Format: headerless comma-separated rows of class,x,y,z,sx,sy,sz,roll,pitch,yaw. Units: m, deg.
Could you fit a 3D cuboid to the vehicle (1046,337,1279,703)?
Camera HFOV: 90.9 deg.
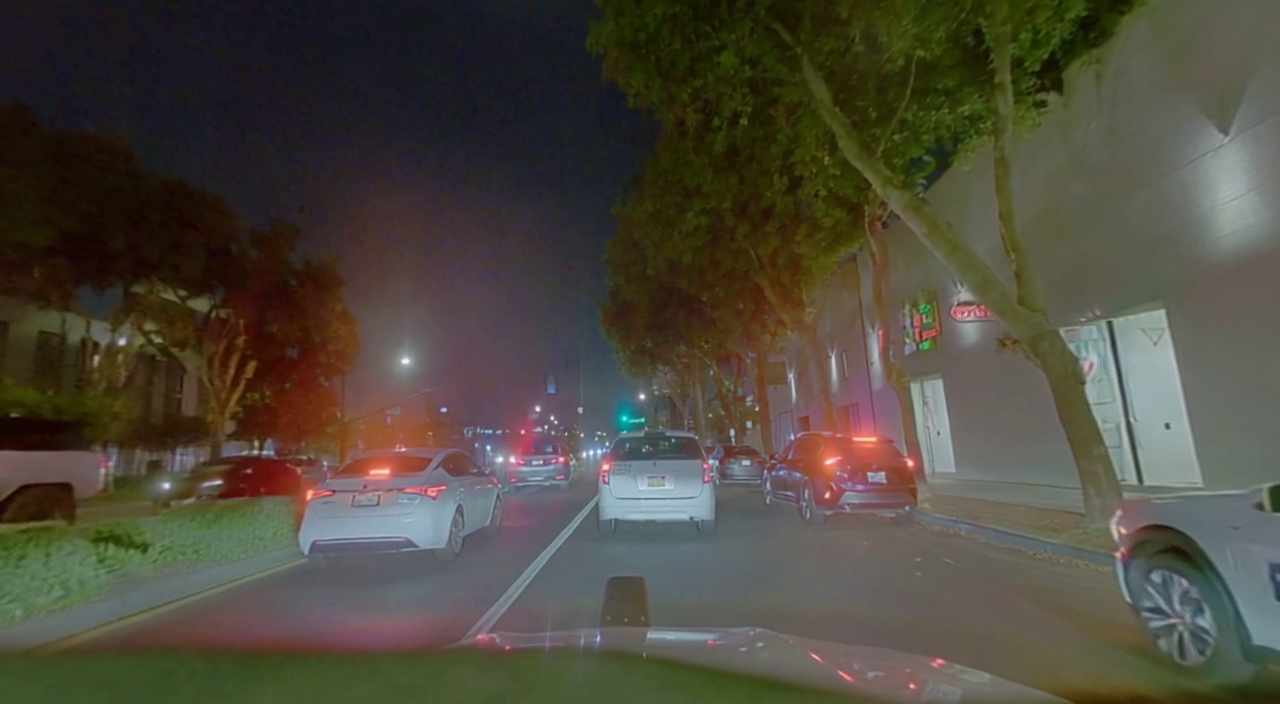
vehicle,4.057,0.734,2.081,1.987,1.877,5.330,0,-8,2

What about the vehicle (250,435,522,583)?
vehicle,-2.988,1.914,8.583,1.908,1.474,4.257,0,-8,0

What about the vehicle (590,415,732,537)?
vehicle,0.297,2.114,11.292,2.075,1.770,4.018,0,-8,0

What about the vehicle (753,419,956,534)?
vehicle,4.061,2.481,13.339,2.038,1.865,5.786,0,-8,-2

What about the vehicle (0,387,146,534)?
vehicle,-14.444,2.112,11.901,2.646,2.977,9.228,-1,-7,1

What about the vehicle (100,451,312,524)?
vehicle,-10.671,3.321,16.088,2.041,1.500,4.684,-1,-8,1

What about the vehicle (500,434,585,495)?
vehicle,-3.125,3.729,21.280,2.135,1.806,4.514,0,-8,0
